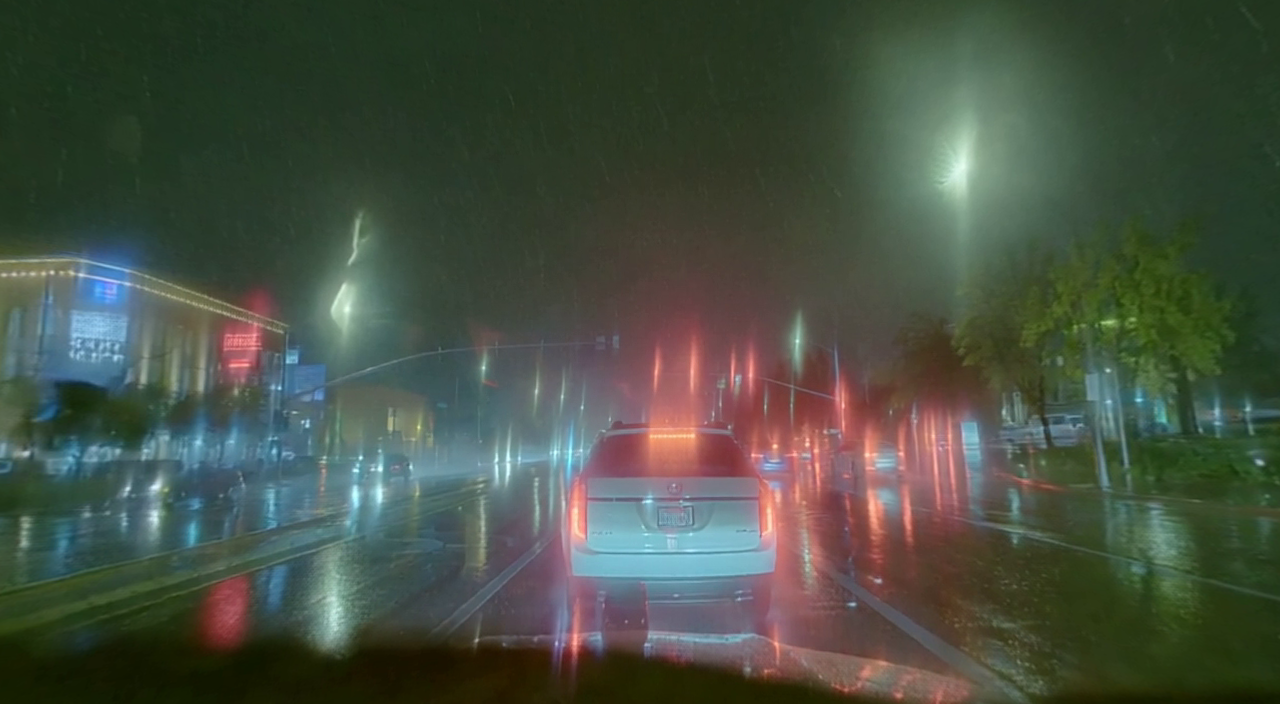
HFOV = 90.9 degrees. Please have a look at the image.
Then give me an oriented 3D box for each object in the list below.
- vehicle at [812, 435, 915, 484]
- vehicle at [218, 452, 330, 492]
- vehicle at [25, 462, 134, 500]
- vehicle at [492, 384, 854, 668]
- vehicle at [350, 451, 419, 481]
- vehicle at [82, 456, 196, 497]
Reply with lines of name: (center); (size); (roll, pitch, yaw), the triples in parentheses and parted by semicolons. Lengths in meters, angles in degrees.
vehicle: (7.325, 3.572, 21.187); (1.914, 1.470, 4.213); (0, -8, 0)
vehicle: (-17.416, 5.700, 30.329); (1.981, 1.659, 4.608); (-3, -9, 13)
vehicle: (-28.666, 6.602, 32.431); (2.018, 1.716, 4.042); (-1, -10, -5)
vehicle: (0.196, 1.309, 5.738); (2.125, 1.669, 3.880); (0, -8, 0)
vehicle: (-13.745, 6.128, 34.160); (1.991, 1.486, 3.844); (0, -8, 2)
vehicle: (-25.862, 6.405, 32.806); (2.026, 1.808, 4.835); (0, -8, -2)
